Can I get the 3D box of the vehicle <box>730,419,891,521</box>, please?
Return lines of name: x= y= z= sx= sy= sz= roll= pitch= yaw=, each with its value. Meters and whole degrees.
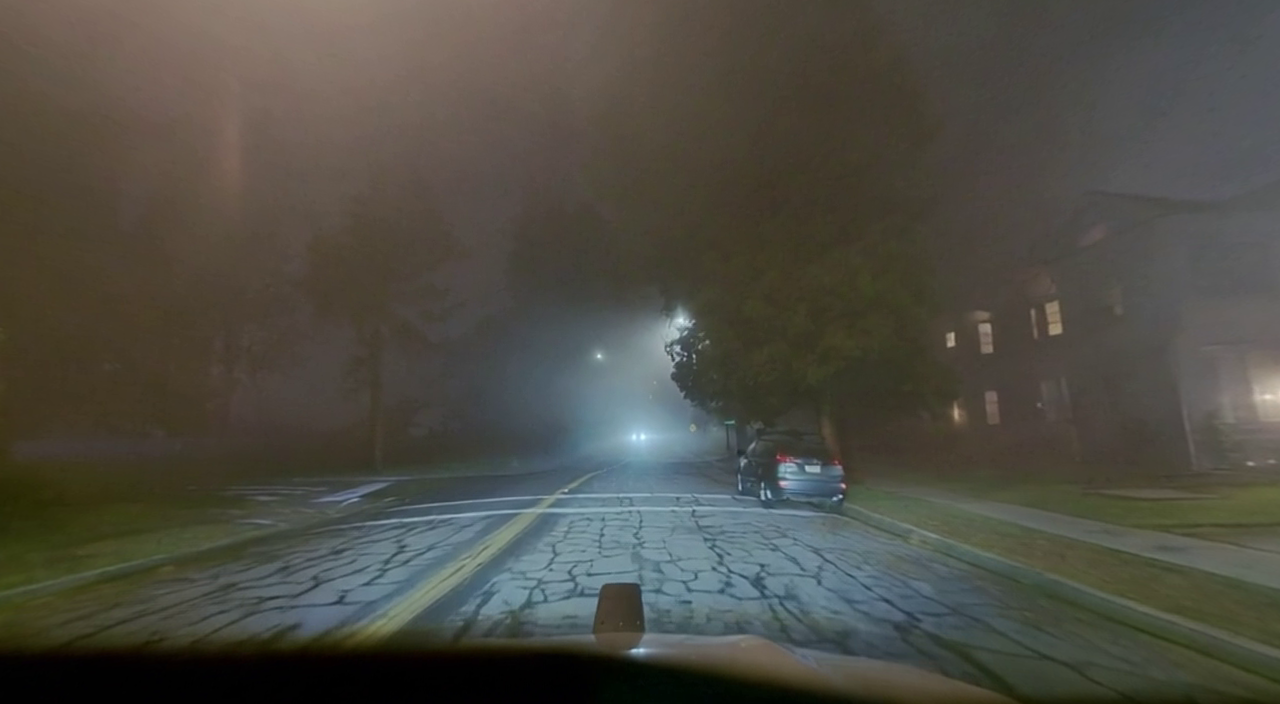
vehicle: x=3.221 y=2.336 z=13.010 sx=2.086 sy=1.726 sz=4.384 roll=0 pitch=-8 yaw=0
